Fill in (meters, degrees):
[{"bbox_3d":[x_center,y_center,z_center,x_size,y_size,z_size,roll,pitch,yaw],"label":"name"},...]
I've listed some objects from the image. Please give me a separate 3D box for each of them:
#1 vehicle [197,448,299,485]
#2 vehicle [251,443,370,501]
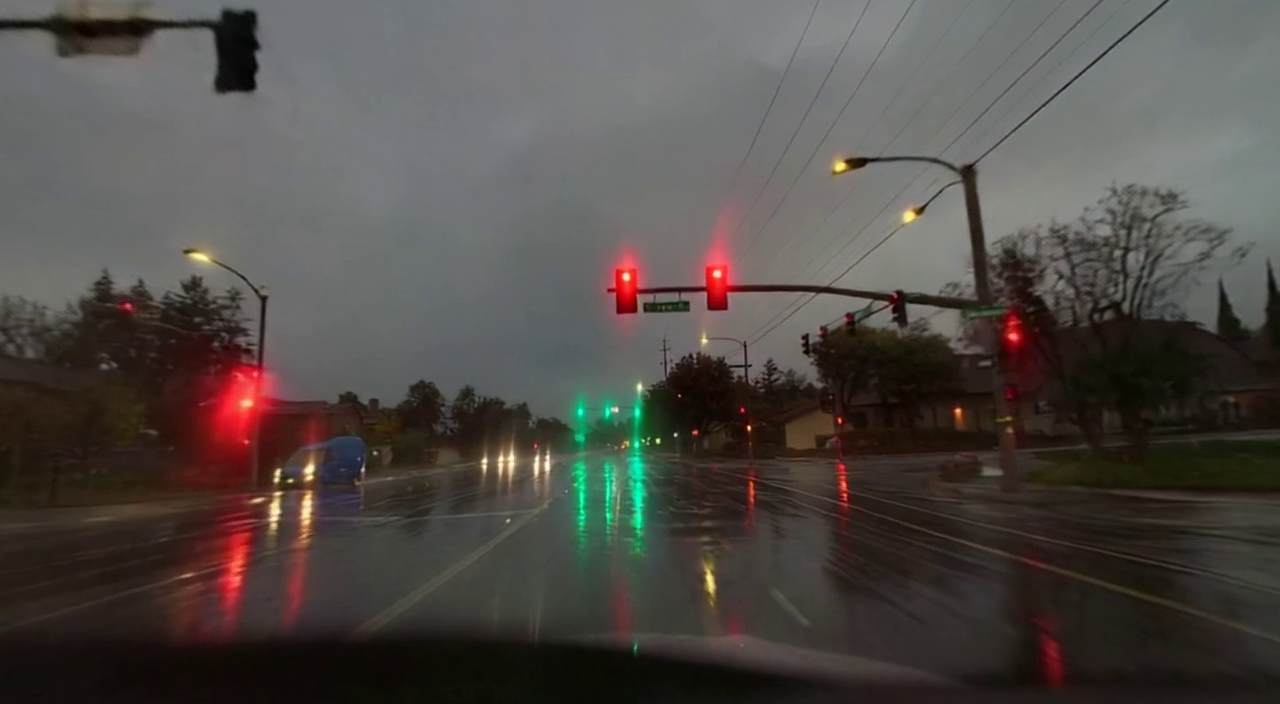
[{"bbox_3d":[-21.371,6.222,34.542,4.323,1.678,1.890,-2,-7,-2],"label":"vehicle"},{"bbox_3d":[-13.807,5.001,26.936,2.346,2.217,5.290,0,-8,-2],"label":"vehicle"}]
